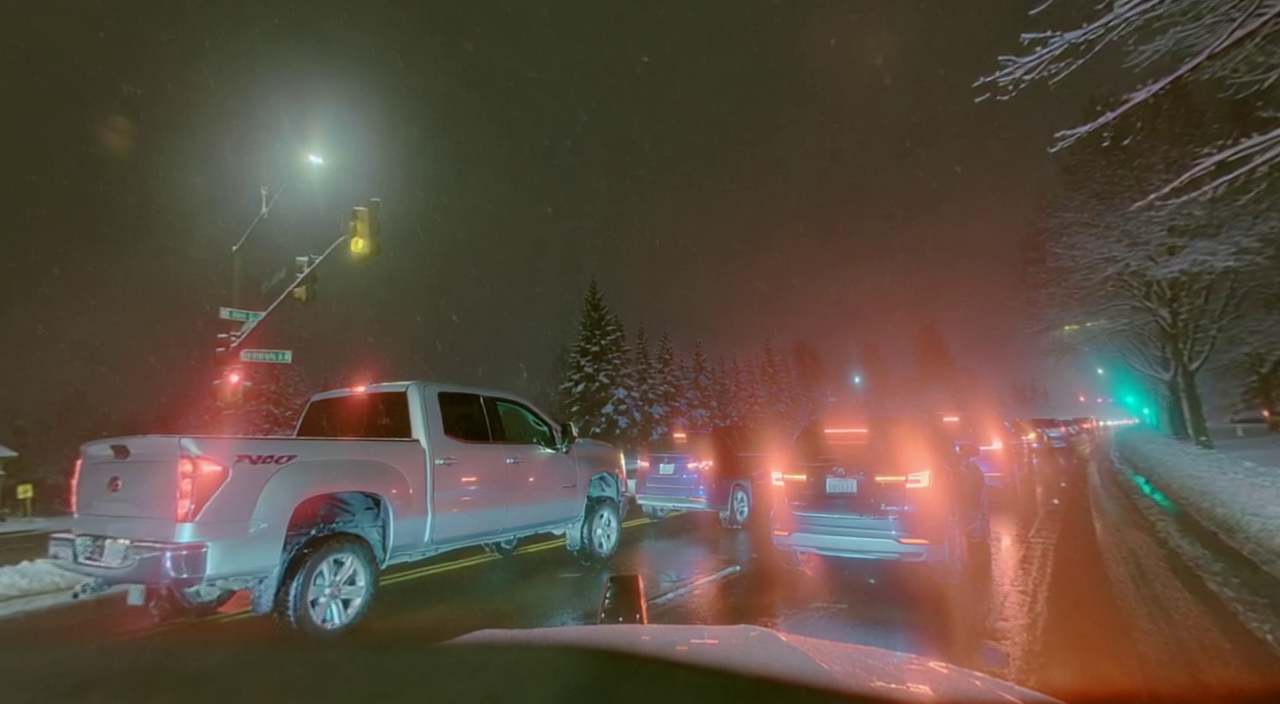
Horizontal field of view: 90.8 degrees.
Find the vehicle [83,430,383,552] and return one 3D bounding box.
[{"bbox_3d":[-8.304,2.768,13.438,2.174,2.057,4.738,-6,-10,33],"label":"vehicle"}]

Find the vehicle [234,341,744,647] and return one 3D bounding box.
[{"bbox_3d":[-0.877,1.400,7.465,2.272,2.016,6.146,-5,-10,27],"label":"vehicle"}]

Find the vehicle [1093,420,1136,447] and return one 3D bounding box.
[{"bbox_3d":[32.800,5.678,43.722,2.160,1.790,4.303,-6,-10,35],"label":"vehicle"}]

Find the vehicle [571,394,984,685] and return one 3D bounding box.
[{"bbox_3d":[1.720,1.376,5.988,2.027,1.549,4.801,-6,-10,35],"label":"vehicle"}]

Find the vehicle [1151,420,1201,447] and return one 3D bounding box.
[{"bbox_3d":[35.766,5.480,42.194,2.183,1.714,4.491,-7,-11,37],"label":"vehicle"}]
